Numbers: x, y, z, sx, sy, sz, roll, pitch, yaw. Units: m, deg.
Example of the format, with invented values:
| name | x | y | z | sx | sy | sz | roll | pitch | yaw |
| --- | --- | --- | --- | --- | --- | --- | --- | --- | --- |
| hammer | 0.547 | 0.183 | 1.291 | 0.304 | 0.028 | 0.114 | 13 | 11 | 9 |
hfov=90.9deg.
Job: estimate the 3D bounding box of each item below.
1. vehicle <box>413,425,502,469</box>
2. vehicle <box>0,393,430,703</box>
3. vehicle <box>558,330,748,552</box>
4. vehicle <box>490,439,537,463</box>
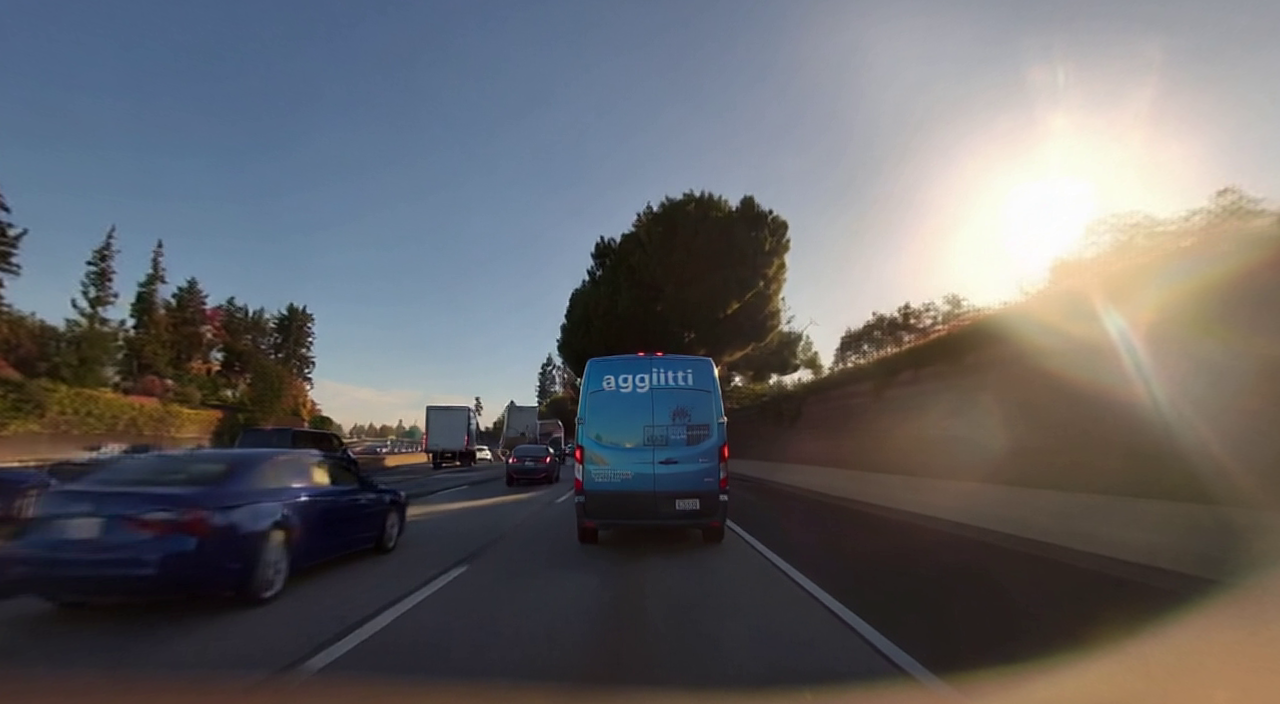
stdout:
| name | x | y | z | sx | sy | sz | roll | pitch | yaw |
| --- | --- | --- | --- | --- | --- | --- | --- | --- | --- |
| vehicle | -9.556 | 5.075 | 33.736 | 2.566 | 2.158 | 5.957 | -1 | -8 | 4 |
| vehicle | -3.804 | 1.329 | 5.540 | 2.212 | 1.551 | 4.658 | 0 | -8 | 1 |
| vehicle | 0.222 | 1.550 | 11.040 | 2.316 | 2.738 | 6.398 | 0 | -8 | 1 |
| vehicle | -9.138 | 7.159 | 45.840 | 1.934 | 1.567 | 4.536 | -1 | -7 | 7 |
